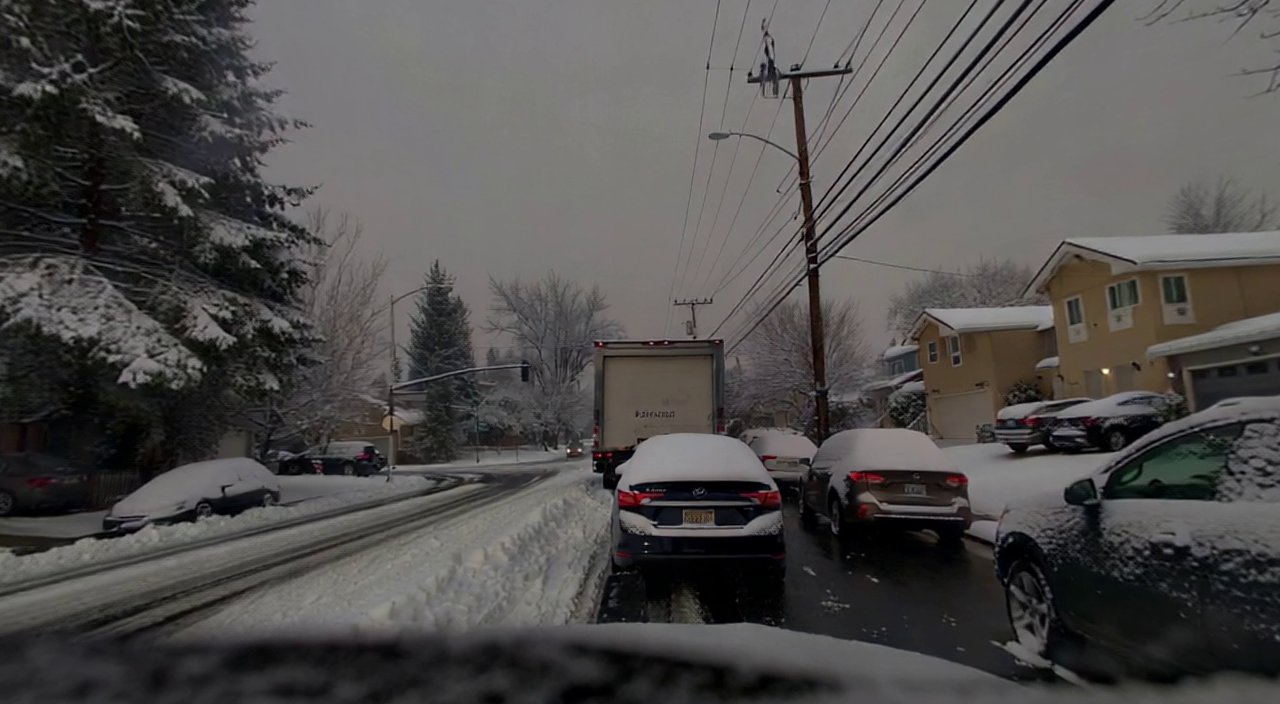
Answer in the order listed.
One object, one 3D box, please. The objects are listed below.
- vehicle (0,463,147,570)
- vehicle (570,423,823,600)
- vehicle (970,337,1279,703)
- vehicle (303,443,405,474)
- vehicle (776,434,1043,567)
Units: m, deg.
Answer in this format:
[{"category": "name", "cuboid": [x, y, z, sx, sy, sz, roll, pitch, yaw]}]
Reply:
[{"category": "vehicle", "cuboid": [-10.350, 2.489, 9.485, 1.925, 1.482, 4.753, 0, -8, 0]}, {"category": "vehicle", "cuboid": [0.480, 1.692, 7.619, 2.158, 1.499, 4.377, 0, -8, 0]}, {"category": "vehicle", "cuboid": [3.309, 0.772, 1.926, 2.069, 1.722, 4.888, 0, -8, 2]}, {"category": "vehicle", "cuboid": [-17.411, 6.477, 38.313, 5.274, 1.793, 1.921, 0, -8, 3]}, {"category": "vehicle", "cuboid": [3.512, 2.006, 9.344, 1.993, 1.479, 4.487, 0, -8, 0]}]
